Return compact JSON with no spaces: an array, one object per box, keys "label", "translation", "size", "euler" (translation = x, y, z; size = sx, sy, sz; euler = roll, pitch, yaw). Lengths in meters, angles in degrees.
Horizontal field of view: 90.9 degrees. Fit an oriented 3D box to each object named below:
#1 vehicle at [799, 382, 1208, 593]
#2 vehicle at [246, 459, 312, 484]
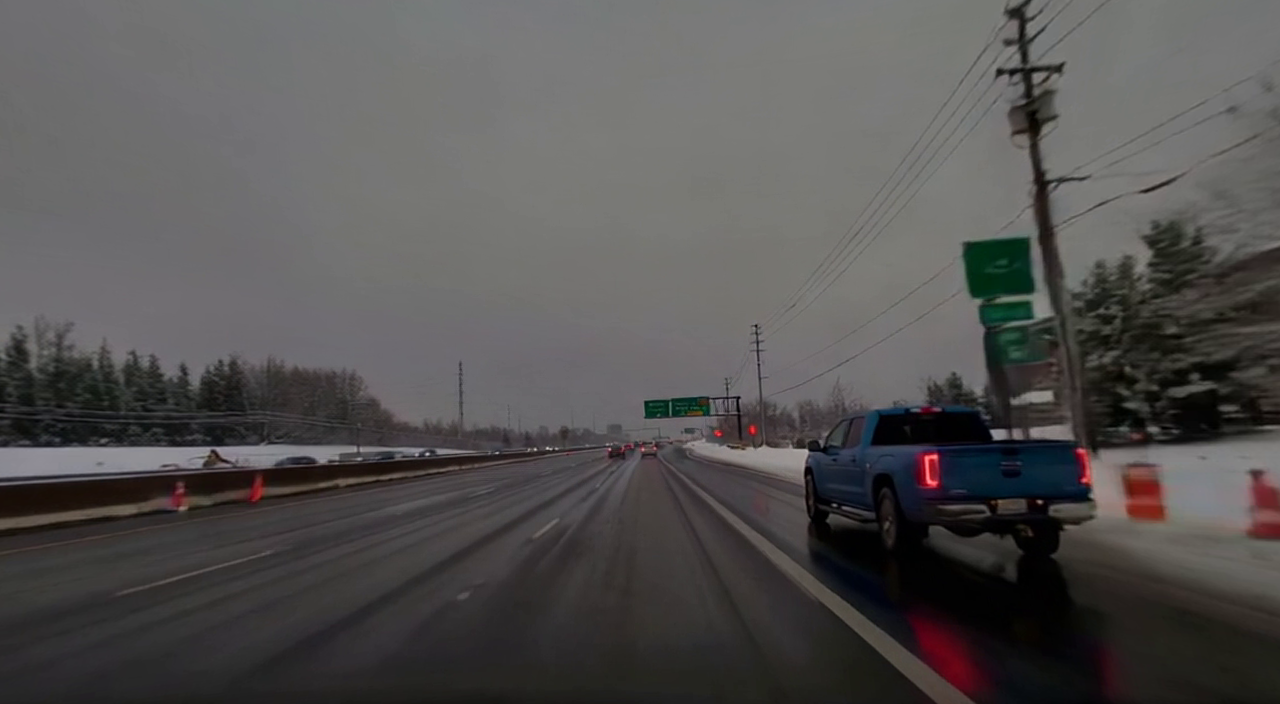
[{"label":"vehicle","translation":[3.868,1.579,8.254],"size":[2.186,1.840,5.289],"euler":[0,-8,0]},{"label":"vehicle","translation":[-23.638,7.815,41.455],"size":[1.757,1.465,4.244],"euler":[0,-8,2]}]
